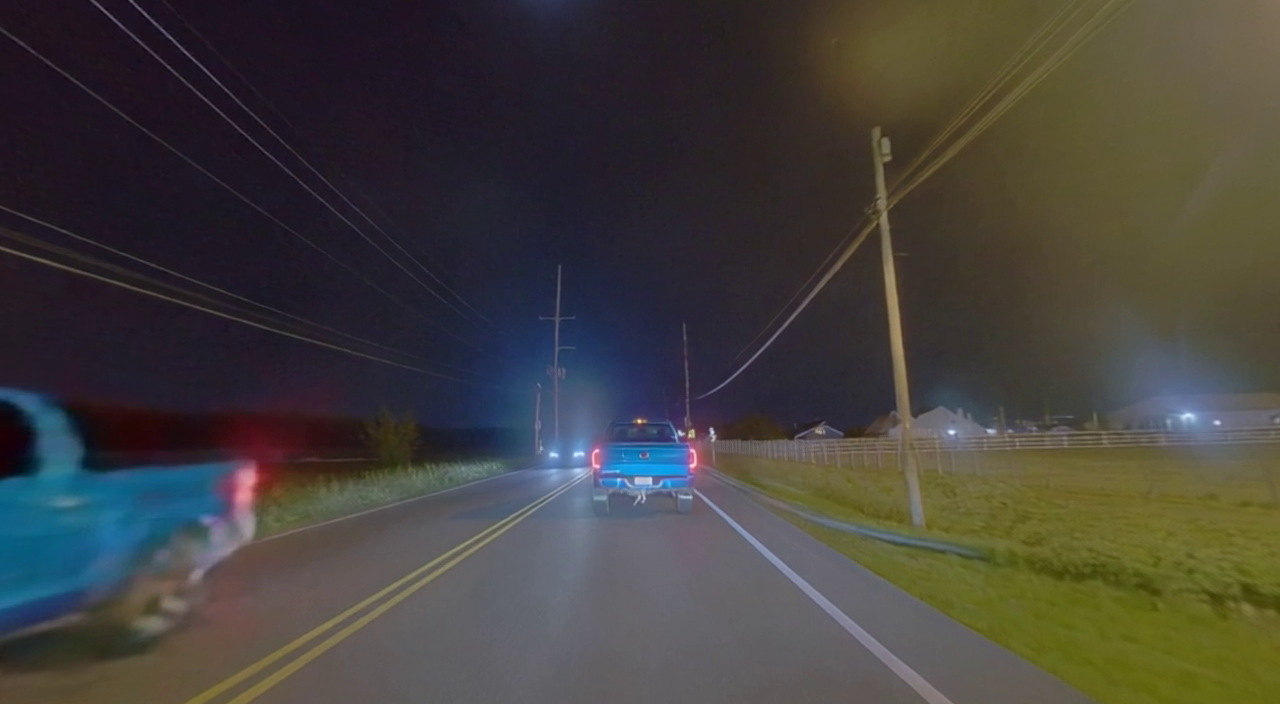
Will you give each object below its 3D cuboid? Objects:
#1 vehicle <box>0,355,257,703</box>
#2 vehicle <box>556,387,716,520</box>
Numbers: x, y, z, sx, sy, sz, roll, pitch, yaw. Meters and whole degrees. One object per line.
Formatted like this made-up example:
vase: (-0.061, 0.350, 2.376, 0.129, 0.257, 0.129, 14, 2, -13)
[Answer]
vehicle: (-4.383, 0.882, 2.949, 2.077, 1.805, 4.891, 0, -8, 0)
vehicle: (-0.110, 2.150, 13.714, 2.693, 2.223, 5.885, 0, -8, -1)
